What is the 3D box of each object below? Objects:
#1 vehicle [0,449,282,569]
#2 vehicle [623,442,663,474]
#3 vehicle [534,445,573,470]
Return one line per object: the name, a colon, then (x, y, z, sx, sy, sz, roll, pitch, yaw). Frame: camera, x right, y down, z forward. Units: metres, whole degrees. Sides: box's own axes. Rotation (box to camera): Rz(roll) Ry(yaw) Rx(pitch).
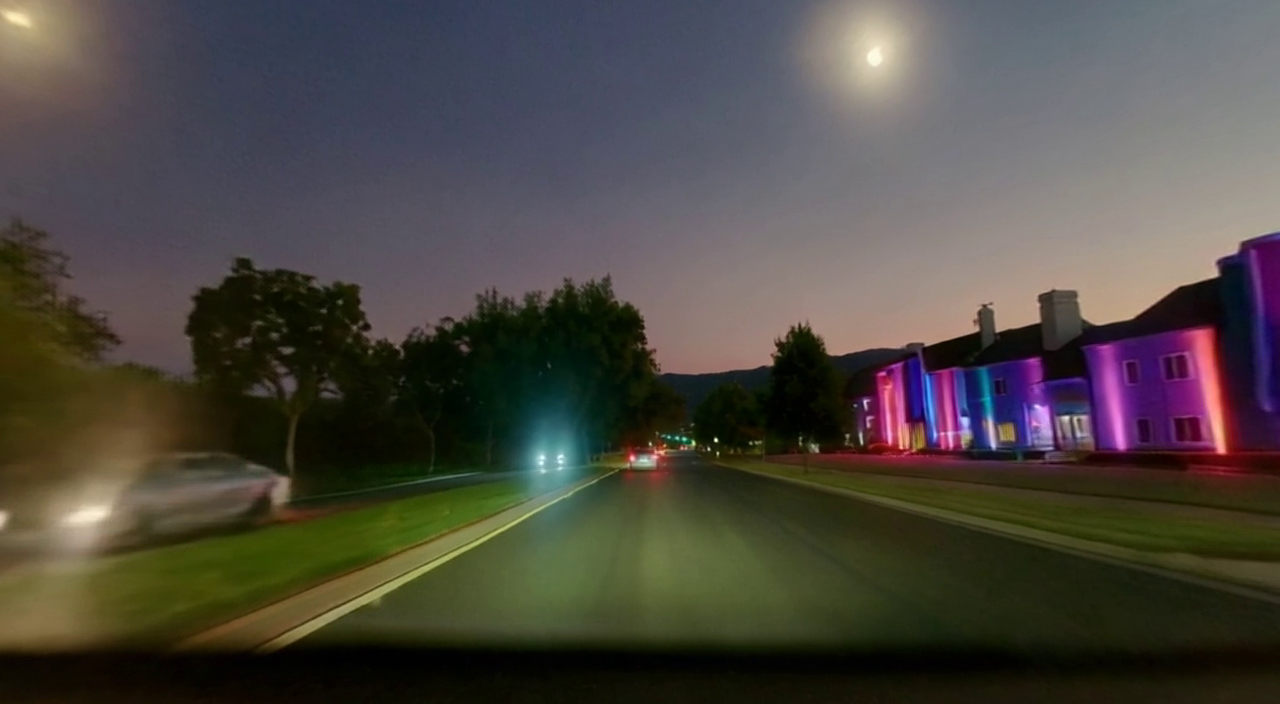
vehicle: (-8.259, 2.340, 10.277, 2.040, 1.465, 4.448, 0, -8, 3)
vehicle: (0.230, 6.040, 36.109, 2.129, 1.713, 4.314, 0, -8, 2)
vehicle: (-6.501, 7.973, 47.790, 2.055, 1.757, 4.584, 0, -8, 3)
